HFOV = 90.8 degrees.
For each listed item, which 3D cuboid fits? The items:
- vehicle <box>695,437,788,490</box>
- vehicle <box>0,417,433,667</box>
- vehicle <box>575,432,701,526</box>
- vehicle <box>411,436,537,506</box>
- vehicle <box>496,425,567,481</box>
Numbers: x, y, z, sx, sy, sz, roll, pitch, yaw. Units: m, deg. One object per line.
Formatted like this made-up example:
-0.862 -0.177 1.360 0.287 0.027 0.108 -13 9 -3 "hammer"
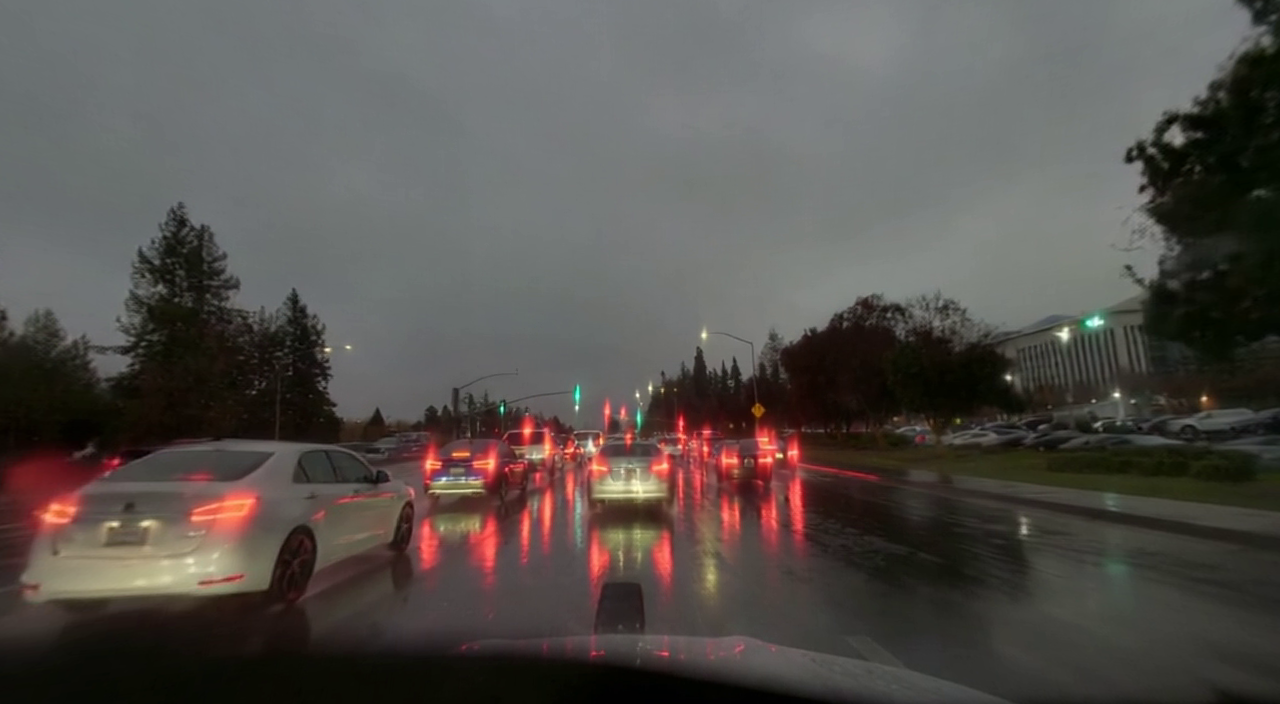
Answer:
3.016 3.408 19.744 1.978 1.452 4.381 0 -8 -3 "vehicle"
-3.731 1.461 6.013 2.052 1.475 4.341 0 -8 0 "vehicle"
-0.098 2.332 12.169 2.007 1.467 4.059 0 -8 -2 "vehicle"
-3.864 2.839 15.538 1.985 1.467 4.224 0 -8 0 "vehicle"
-3.971 3.787 23.875 2.054 1.881 4.469 0 -8 -2 "vehicle"
